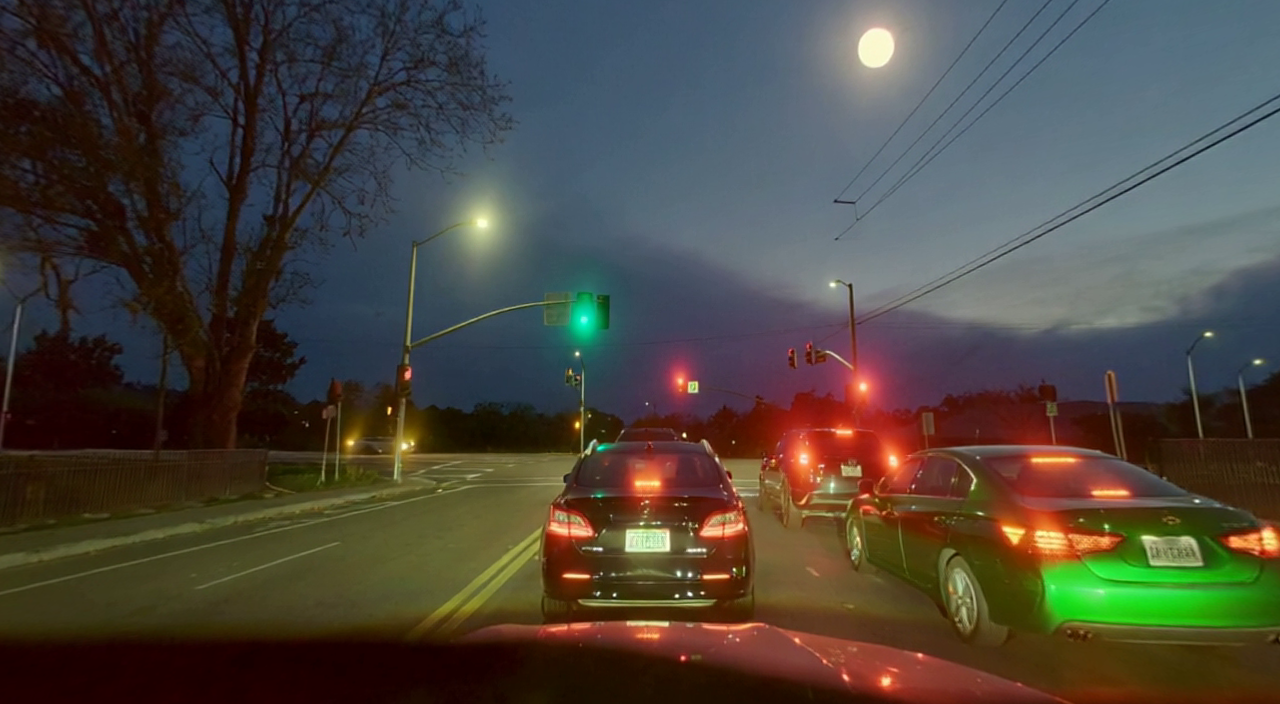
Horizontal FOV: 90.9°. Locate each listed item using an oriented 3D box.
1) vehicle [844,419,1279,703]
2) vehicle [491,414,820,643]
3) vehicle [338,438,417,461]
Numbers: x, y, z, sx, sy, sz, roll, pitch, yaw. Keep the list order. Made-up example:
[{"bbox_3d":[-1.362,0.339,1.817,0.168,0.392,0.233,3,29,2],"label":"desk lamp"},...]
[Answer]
[{"bbox_3d":[3.093,1.248,4.139,2.027,1.432,4.431,0,-8,0],"label":"vehicle"},{"bbox_3d":[0.069,1.488,6.421,2.170,1.497,4.369,0,-8,-1],"label":"vehicle"},{"bbox_3d":[-17.229,6.410,41.469,4.406,1.458,1.892,-1,-8,7],"label":"vehicle"}]
